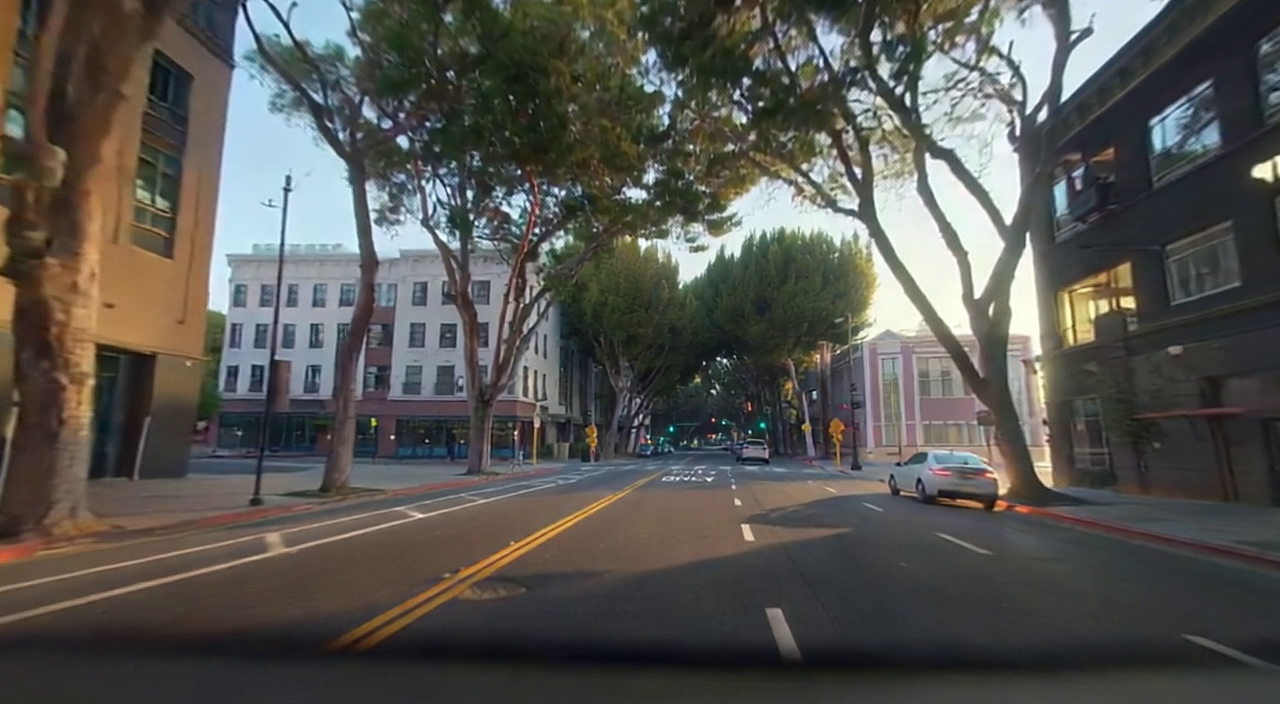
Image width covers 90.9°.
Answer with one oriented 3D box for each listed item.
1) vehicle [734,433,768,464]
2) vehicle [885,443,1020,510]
[{"bbox_3d":[7.510,6.550,43.001,1.971,1.919,4.748,0,-8,7],"label":"vehicle"},{"bbox_3d":[7.965,3.152,16.532,1.759,1.488,4.124,0,-8,6],"label":"vehicle"}]
